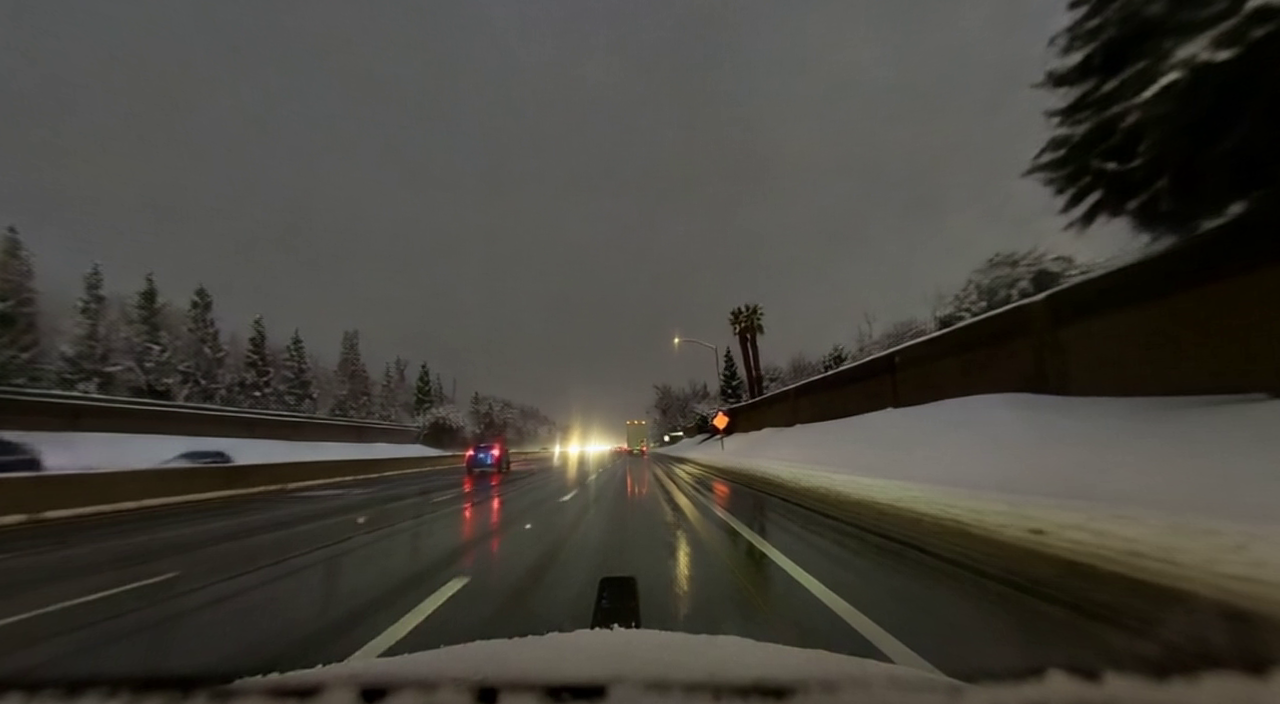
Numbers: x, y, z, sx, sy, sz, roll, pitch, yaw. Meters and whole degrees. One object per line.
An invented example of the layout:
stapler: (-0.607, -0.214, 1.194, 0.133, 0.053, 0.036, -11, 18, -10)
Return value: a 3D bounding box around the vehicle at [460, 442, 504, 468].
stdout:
vehicle: (-10.650, 6.958, 42.786, 1.897, 1.653, 4.113, 0, -8, 0)
